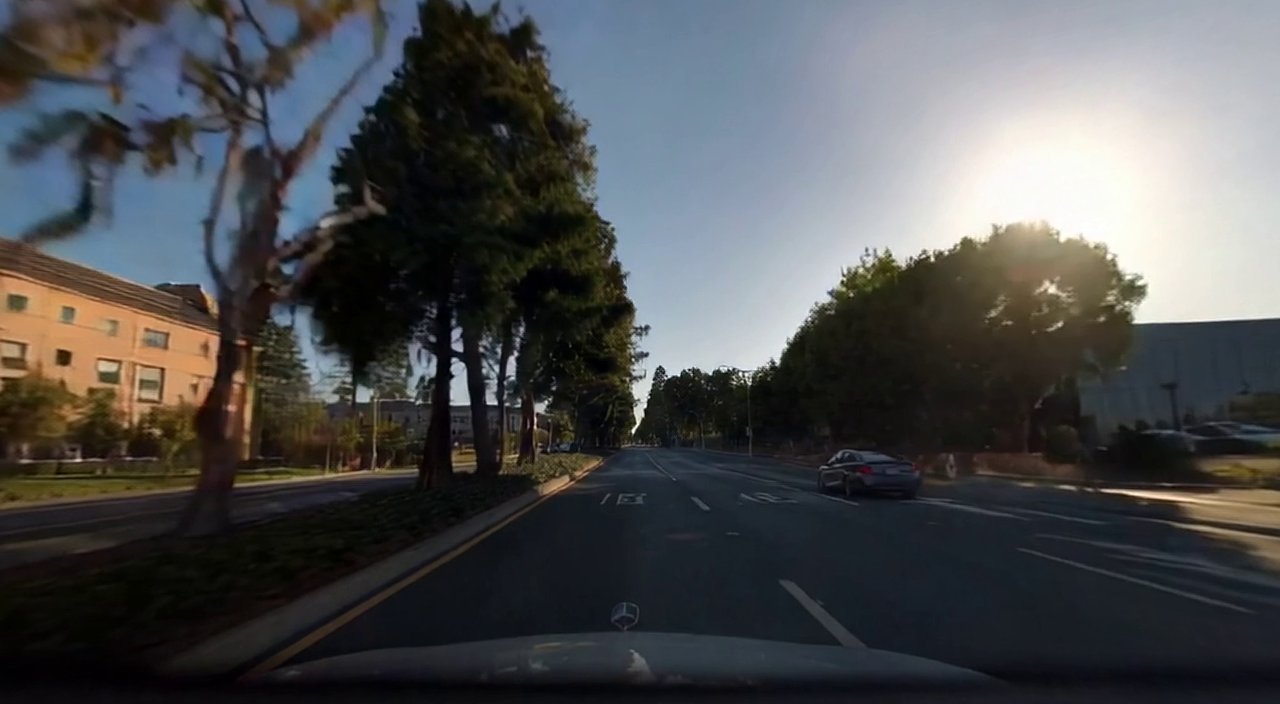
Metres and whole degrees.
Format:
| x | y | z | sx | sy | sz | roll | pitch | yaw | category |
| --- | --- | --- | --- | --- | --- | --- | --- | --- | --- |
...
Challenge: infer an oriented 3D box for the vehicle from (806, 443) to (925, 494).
| x | y | z | sx | sy | sz | roll | pitch | yaw | category |
| --- | --- | --- | --- | --- | --- | --- | --- | --- | --- |
| 6.988 | 3.640 | 20.131 | 2.054 | 1.421 | 4.487 | 0 | -9 | -1 | vehicle |
